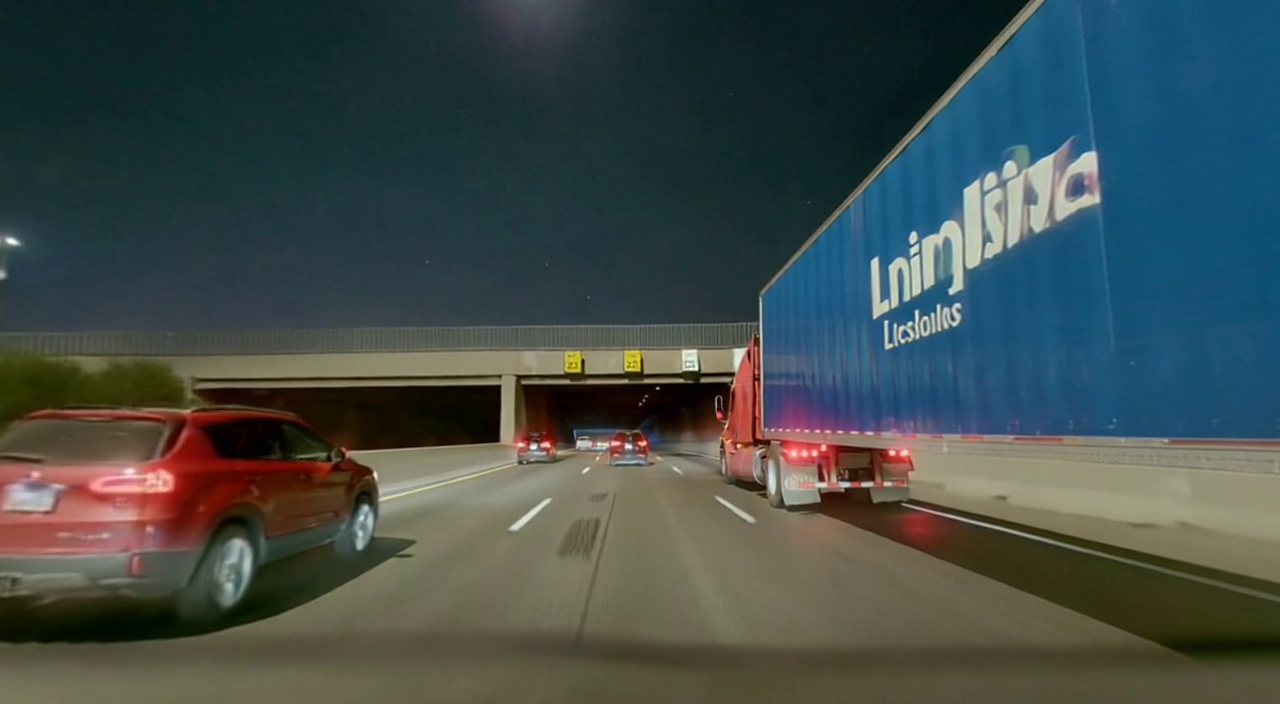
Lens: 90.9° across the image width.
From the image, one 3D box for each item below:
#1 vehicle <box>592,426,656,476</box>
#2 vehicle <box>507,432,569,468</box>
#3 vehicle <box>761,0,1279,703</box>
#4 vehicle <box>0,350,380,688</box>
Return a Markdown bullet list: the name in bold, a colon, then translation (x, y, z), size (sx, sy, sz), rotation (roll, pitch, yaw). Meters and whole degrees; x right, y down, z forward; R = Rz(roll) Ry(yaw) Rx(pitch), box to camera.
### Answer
- **vehicle**: translation (-0.539, 3.466, 22.303), size (2.094, 1.600, 3.666), rotation (0, -8, -1)
- **vehicle**: translation (-4.353, 4.257, 27.689), size (2.019, 1.435, 4.317), rotation (0, -8, 0)
- **vehicle**: translation (3.998, 0.023, 5.529), size (2.842, 4.108, 14.081), rotation (0, -8, -1)
- **vehicle**: translation (-3.452, 1.021, 4.655), size (1.826, 1.695, 2.870), rotation (0, -8, -1)
